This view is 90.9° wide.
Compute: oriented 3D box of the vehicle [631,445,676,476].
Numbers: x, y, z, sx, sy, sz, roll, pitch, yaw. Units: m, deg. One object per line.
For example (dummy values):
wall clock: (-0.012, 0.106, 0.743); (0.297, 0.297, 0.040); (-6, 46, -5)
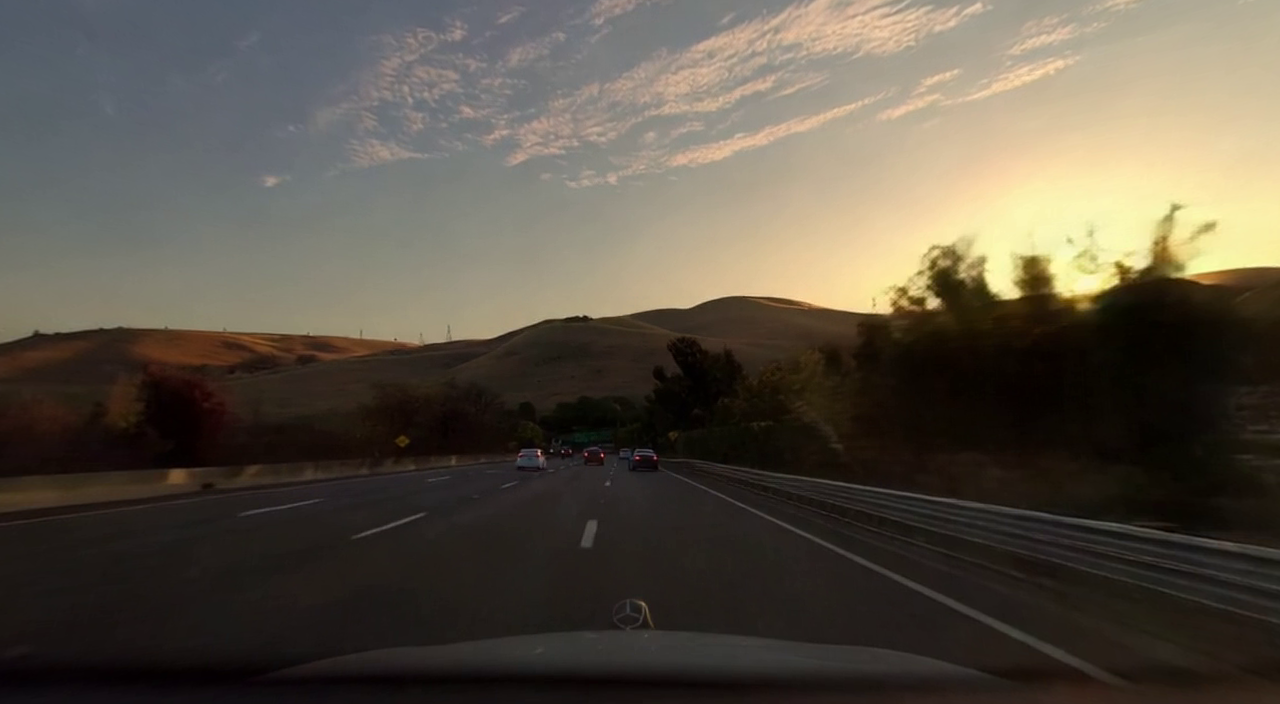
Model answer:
vehicle: (0.629, 5.636, 32.828); (2.019, 1.475, 4.301); (0, -9, -3)

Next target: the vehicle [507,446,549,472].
vehicle: (-6.853, 6.608, 39.004); (1.955, 1.468, 3.637); (0, -9, -1)
